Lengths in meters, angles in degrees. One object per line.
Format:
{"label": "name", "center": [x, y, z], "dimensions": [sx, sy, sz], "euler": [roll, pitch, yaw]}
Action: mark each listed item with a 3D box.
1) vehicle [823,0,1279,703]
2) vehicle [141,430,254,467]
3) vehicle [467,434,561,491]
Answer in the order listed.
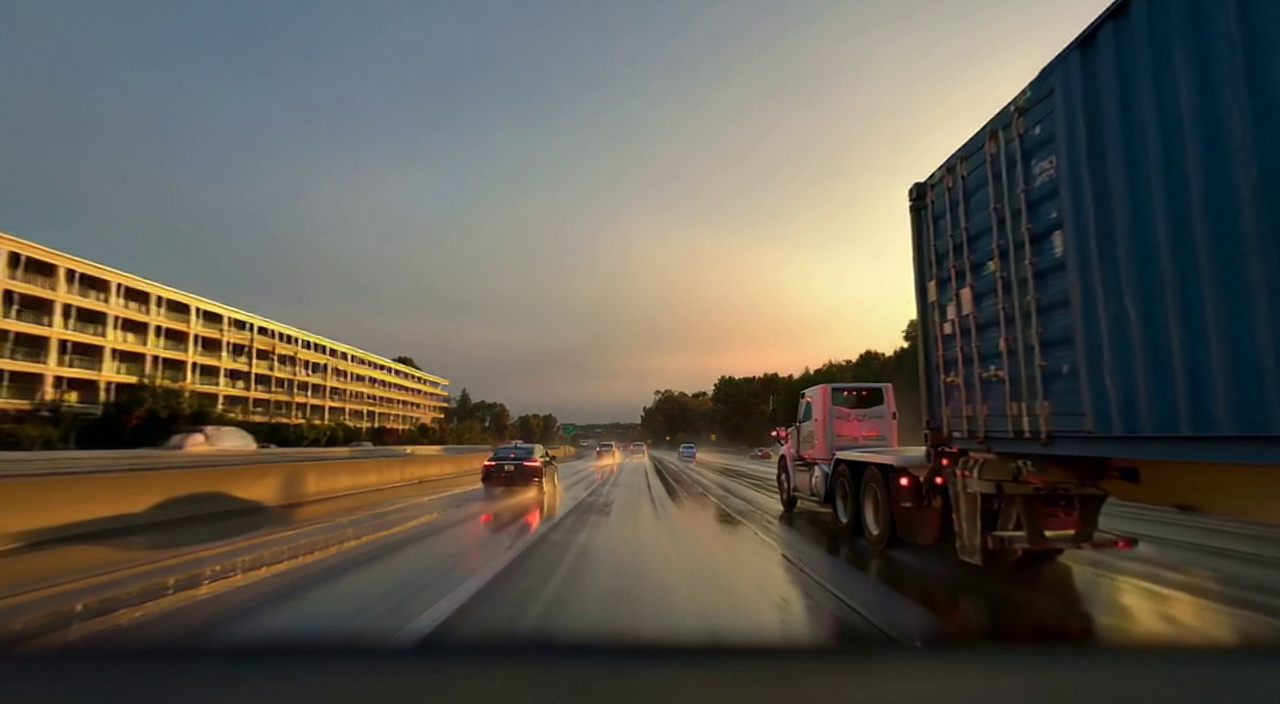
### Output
{"label": "vehicle", "center": [3.893, -0.512, 1.768], "dimensions": [2.893, 3.992, 13.605], "euler": [0, -8, 1]}
{"label": "vehicle", "center": [-29.189, 6.435, 41.936], "dimensions": [2.262, 2.226, 7.066], "euler": [0, -9, 1]}
{"label": "vehicle", "center": [-3.661, 3.294, 19.075], "dimensions": [1.954, 1.528, 4.010], "euler": [0, -8, 1]}
